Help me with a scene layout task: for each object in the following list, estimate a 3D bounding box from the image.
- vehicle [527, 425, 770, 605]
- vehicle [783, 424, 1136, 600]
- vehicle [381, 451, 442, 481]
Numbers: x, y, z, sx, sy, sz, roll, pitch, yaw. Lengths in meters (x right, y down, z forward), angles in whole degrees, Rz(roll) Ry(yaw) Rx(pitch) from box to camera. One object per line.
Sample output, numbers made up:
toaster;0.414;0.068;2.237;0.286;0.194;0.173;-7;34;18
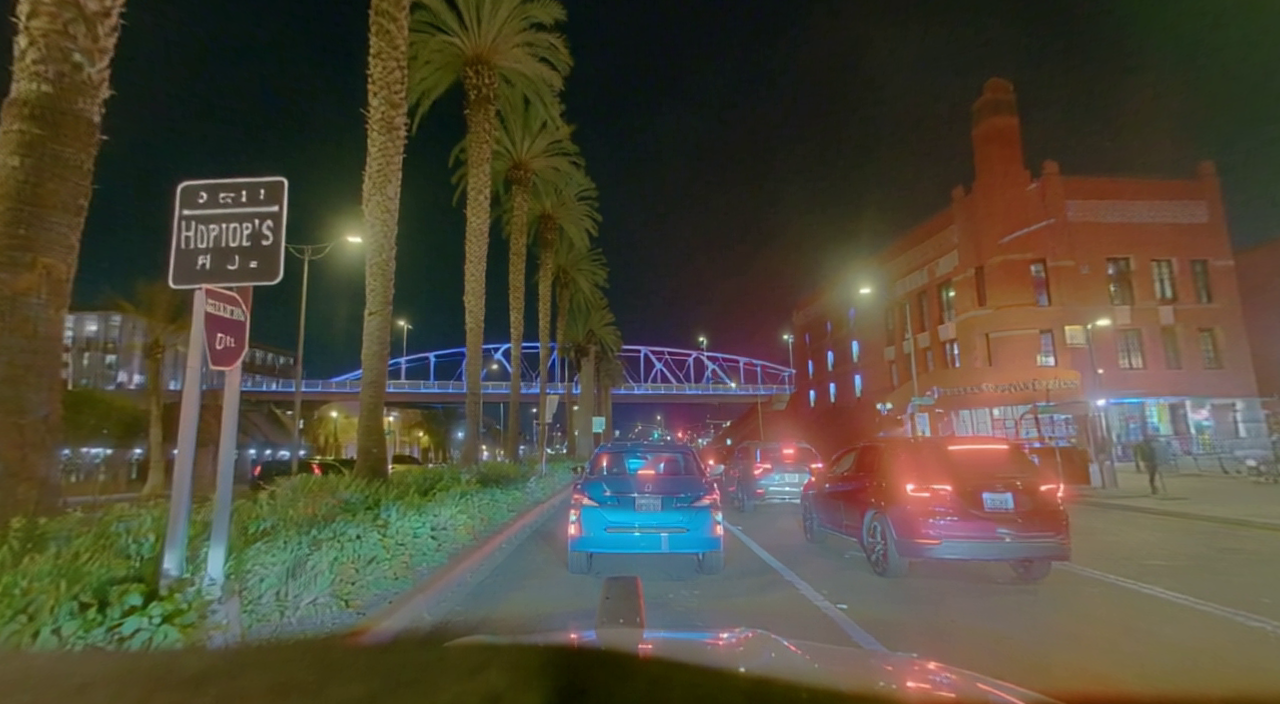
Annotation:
vehicle;0.059;1.666;7.269;2.048;1.503;3.681;0;-9;0
vehicle;3.264;1.709;7.707;1.920;1.490;4.417;0;-9;-1
vehicle;-14.950;7.466;41.653;2.104;1.802;4.852;-1;-8;2
